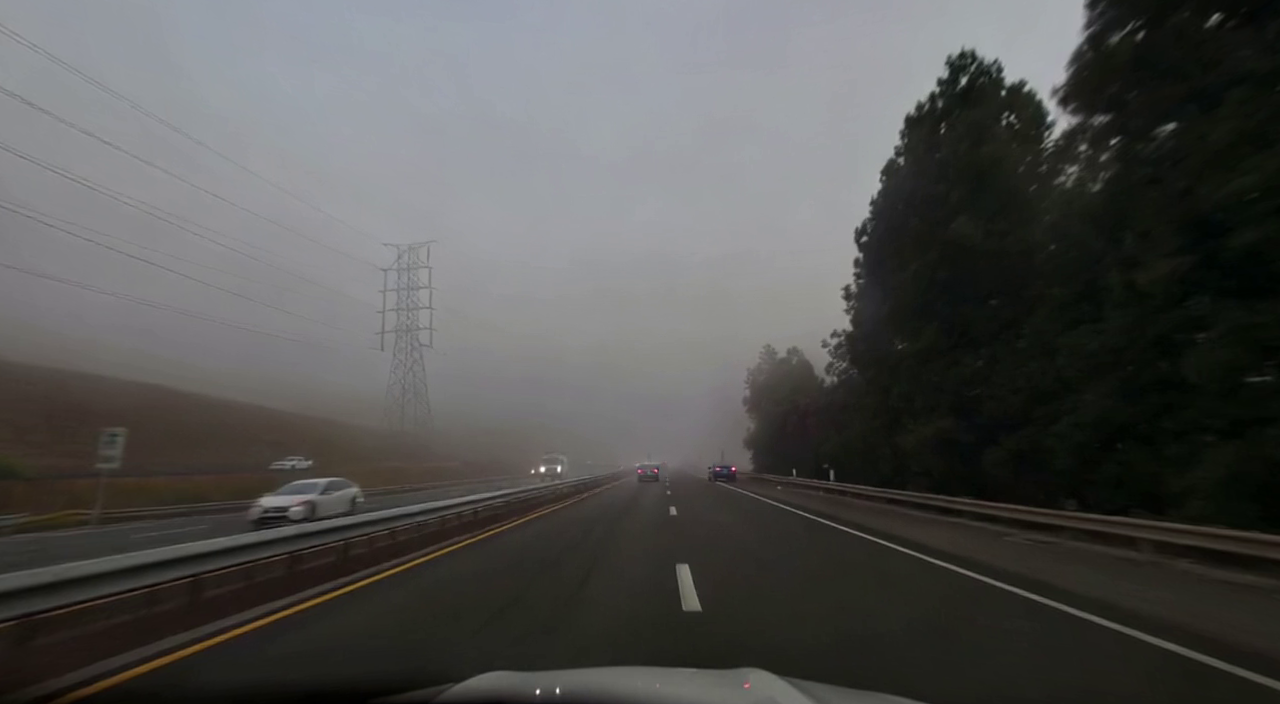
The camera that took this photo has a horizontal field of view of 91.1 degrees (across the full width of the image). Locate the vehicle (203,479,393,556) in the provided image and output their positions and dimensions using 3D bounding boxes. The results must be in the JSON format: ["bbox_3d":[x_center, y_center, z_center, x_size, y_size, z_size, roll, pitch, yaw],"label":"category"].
[{"bbox_3d":[-8.058,3.913,15.449,1.858,1.450,4.656,0,-10,3],"label":"vehicle"}]

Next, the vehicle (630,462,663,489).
[{"bbox_3d":[0.447,8.004,40.890,2.038,1.596,4.246,1,-10,2],"label":"vehicle"}]
